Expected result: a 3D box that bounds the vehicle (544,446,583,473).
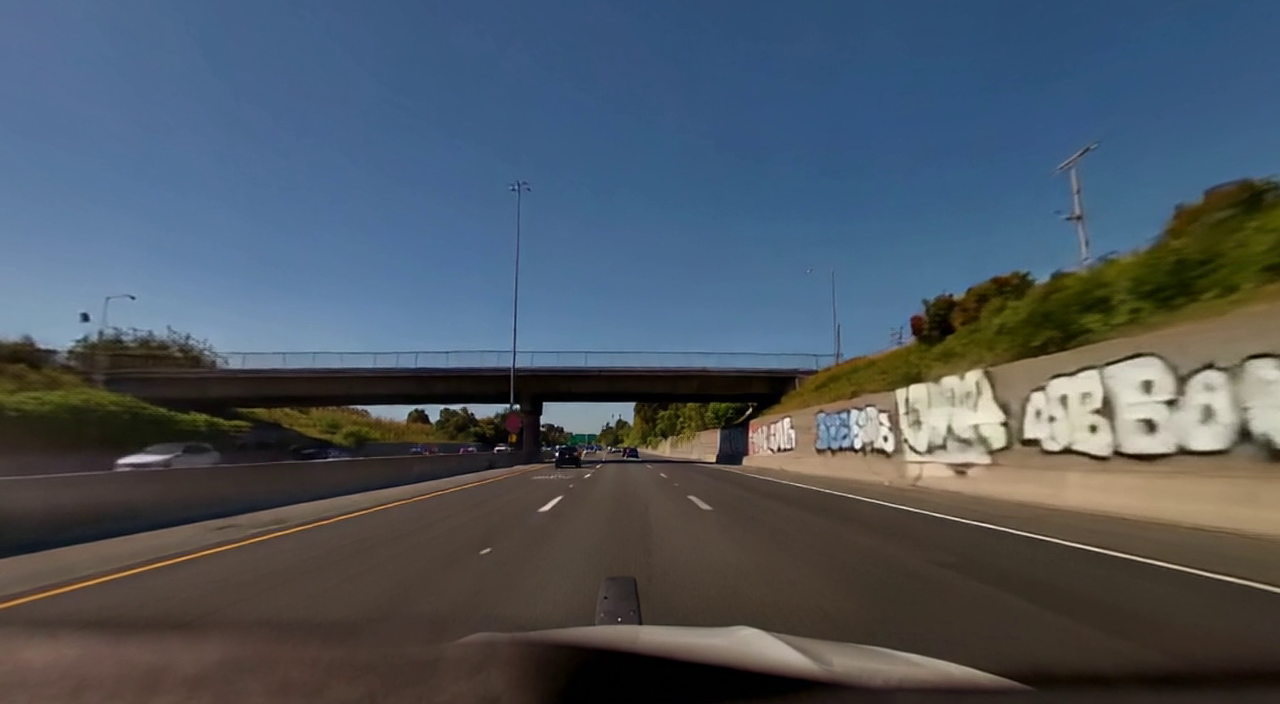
[{"bbox_3d":[-4.365,6.186,36.245,1.871,1.459,3.771,0,-9,-1],"label":"vehicle"}]
